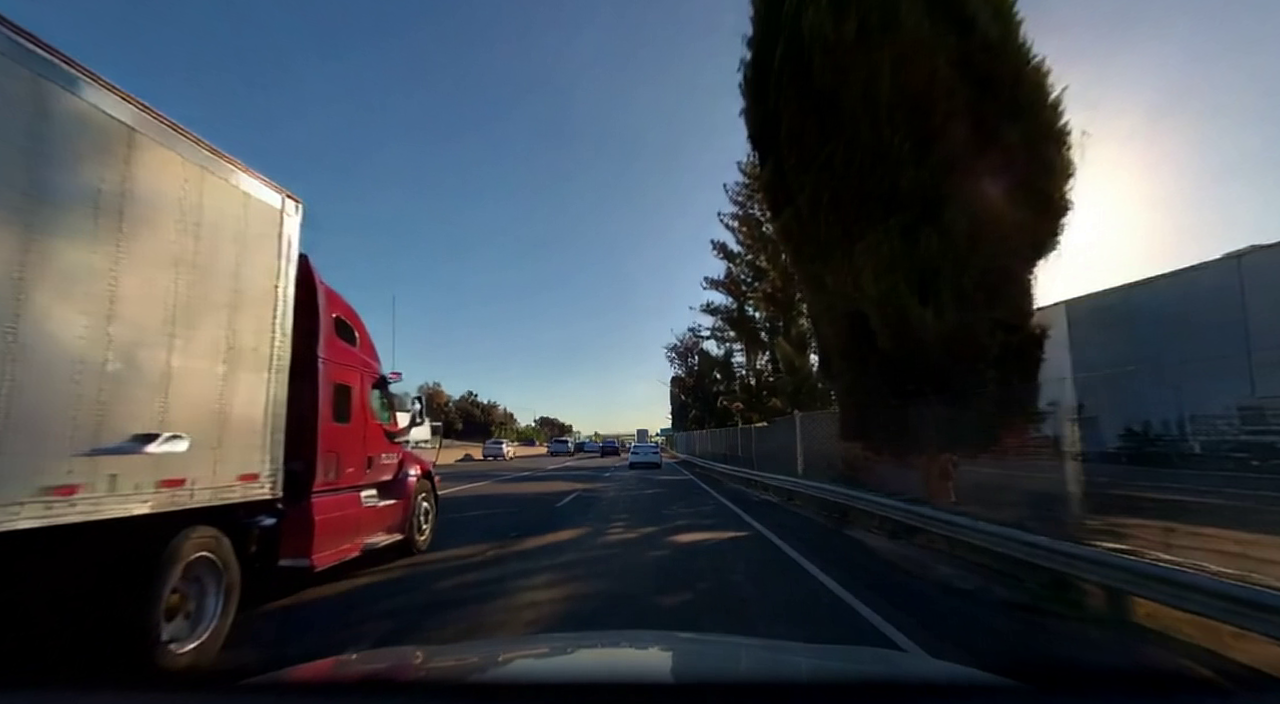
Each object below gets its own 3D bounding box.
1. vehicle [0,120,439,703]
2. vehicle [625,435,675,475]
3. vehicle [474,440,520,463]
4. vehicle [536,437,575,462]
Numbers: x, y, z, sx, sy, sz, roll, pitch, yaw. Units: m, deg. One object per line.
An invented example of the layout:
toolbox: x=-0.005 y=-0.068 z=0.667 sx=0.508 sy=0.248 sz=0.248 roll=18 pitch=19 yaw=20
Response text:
vehicle: x=-3.430 y=0.612 z=3.400 sx=2.693 sy=2.348 sz=5.694 roll=0 pitch=-8 yaw=1
vehicle: x=0.451 y=4.675 z=28.845 sx=2.136 sy=1.678 sz=4.052 roll=0 pitch=-8 yaw=1
vehicle: x=-10.058 y=7.034 z=44.856 sx=1.910 sy=1.501 sz=5.004 roll=-1 pitch=-8 yaw=2
vehicle: x=-6.222 y=7.243 z=47.054 sx=2.105 sy=1.790 sz=4.689 roll=0 pitch=-8 yaw=2
